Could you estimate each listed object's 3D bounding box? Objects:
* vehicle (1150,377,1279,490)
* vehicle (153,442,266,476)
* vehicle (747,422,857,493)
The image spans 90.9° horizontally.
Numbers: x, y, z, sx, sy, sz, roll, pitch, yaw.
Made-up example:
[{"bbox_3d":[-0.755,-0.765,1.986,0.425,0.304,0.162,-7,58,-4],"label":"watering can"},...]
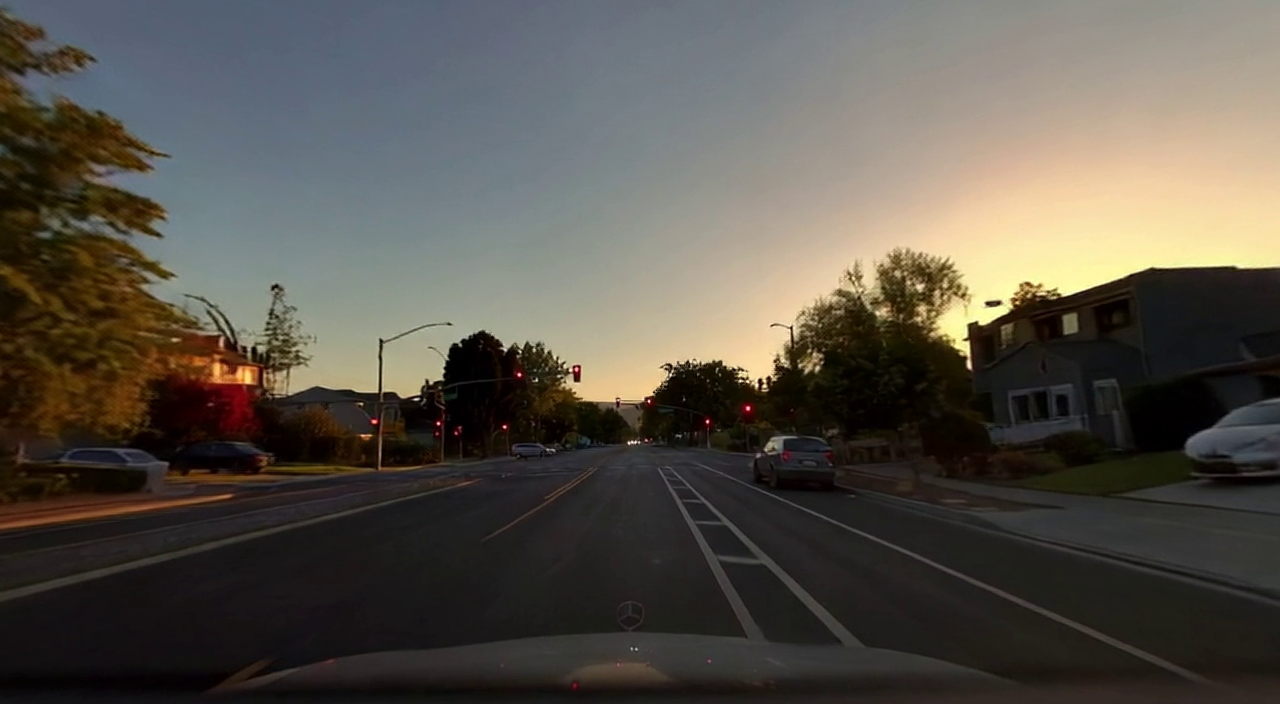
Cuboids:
[{"bbox_3d":[12.763,1.365,12.123,3.956,1.635,2.017,-10,-6,-1],"label":"vehicle"},{"bbox_3d":[-22.219,5.516,32.664,4.334,1.668,2.069,0,-8,0],"label":"vehicle"},{"bbox_3d":[4.685,3.126,19.041,2.170,1.869,4.594,0,-8,2],"label":"vehicle"}]
